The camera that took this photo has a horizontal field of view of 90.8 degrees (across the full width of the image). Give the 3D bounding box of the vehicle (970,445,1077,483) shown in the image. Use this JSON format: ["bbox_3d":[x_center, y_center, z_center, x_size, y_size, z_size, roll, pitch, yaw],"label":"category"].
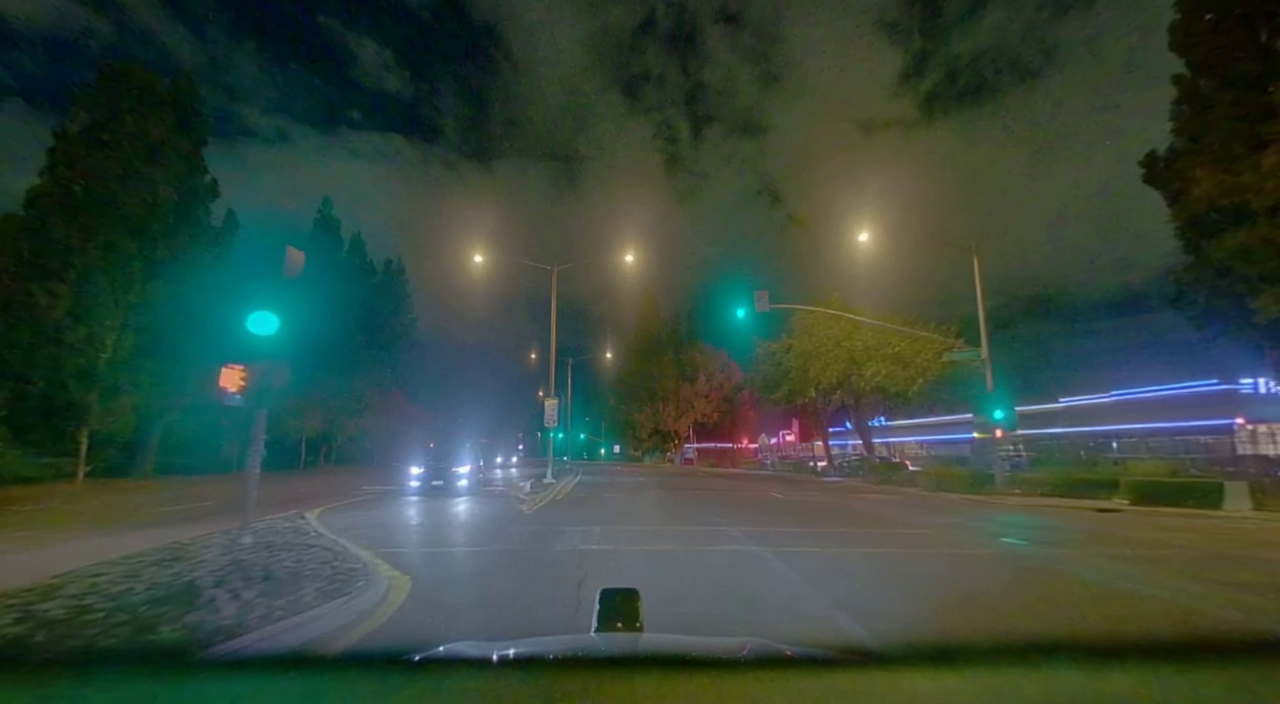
[{"bbox_3d":[20.077,5.803,33.009,5.672,1.821,2.180,5,-10,-30],"label":"vehicle"}]

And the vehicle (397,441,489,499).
[{"bbox_3d":[-6.390,3.842,21.068,2.057,1.709,4.590,1,-9,-7],"label":"vehicle"}]

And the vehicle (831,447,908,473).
[{"bbox_3d":[16.012,7.553,44.251,4.481,1.685,2.195,2,-10,-6],"label":"vehicle"}]
